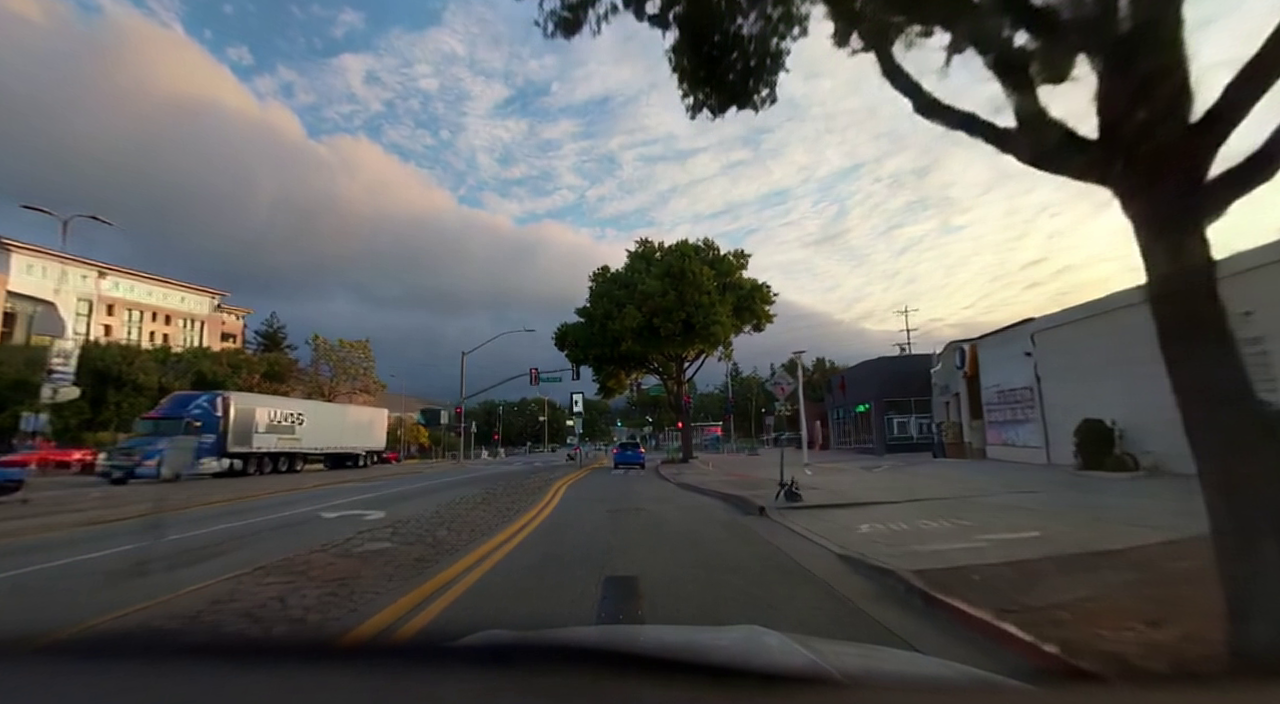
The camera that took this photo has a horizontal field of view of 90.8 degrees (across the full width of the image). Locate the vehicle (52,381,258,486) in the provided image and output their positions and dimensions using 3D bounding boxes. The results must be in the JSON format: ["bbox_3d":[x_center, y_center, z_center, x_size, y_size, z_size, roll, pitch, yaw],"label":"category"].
[{"bbox_3d":[-20.530,3.571,27.299,3.045,3.961,6.104,-2,-9,17],"label":"vehicle"}]

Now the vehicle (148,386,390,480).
[{"bbox_3d":[-18.513,4.369,33.264,2.792,4.025,11.784,-3,-9,19],"label":"vehicle"}]

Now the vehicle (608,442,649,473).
[{"bbox_3d":[-0.536,5.410,32.575,2.006,1.470,3.799,0,-8,1],"label":"vehicle"}]
